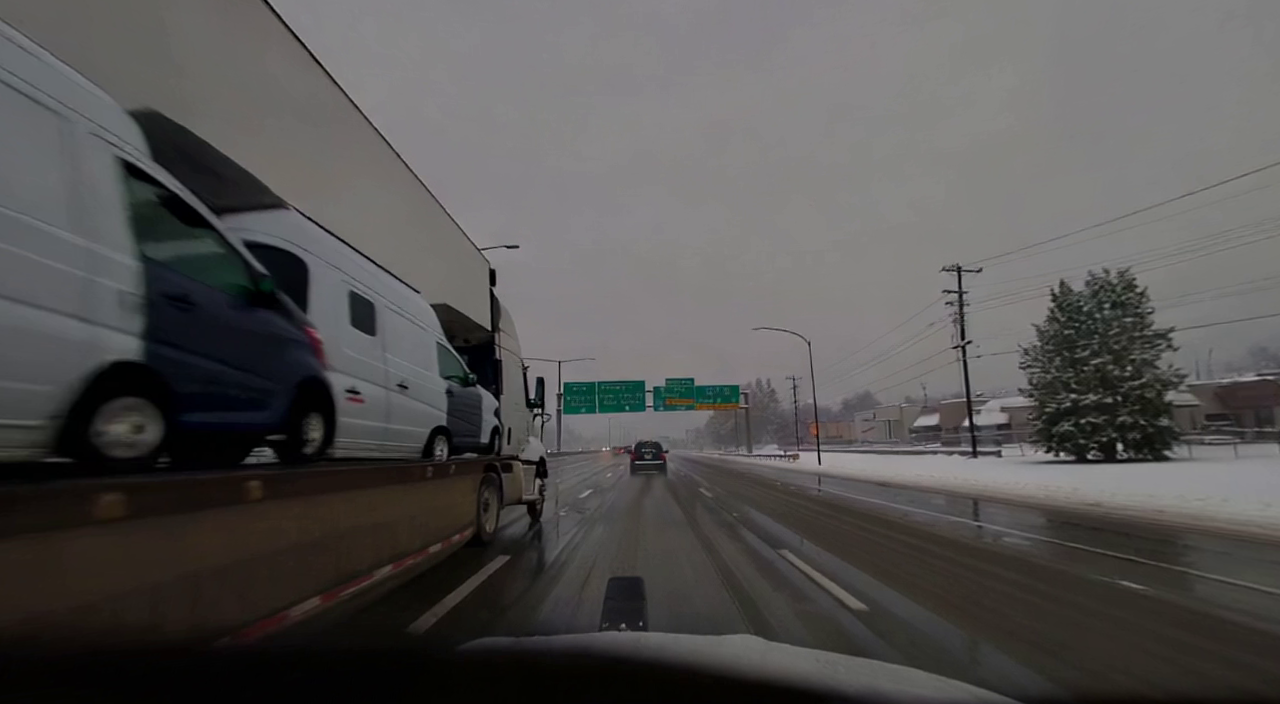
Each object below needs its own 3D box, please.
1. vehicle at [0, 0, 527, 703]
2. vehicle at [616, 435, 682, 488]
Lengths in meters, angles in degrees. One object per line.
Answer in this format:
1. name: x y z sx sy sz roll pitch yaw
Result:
1. vehicle: -3.925 -0.033 4.728 2.888 4.308 16.259 0 -8 1
2. vehicle: 0.301 4.177 24.510 2.279 1.837 4.747 0 -8 0
